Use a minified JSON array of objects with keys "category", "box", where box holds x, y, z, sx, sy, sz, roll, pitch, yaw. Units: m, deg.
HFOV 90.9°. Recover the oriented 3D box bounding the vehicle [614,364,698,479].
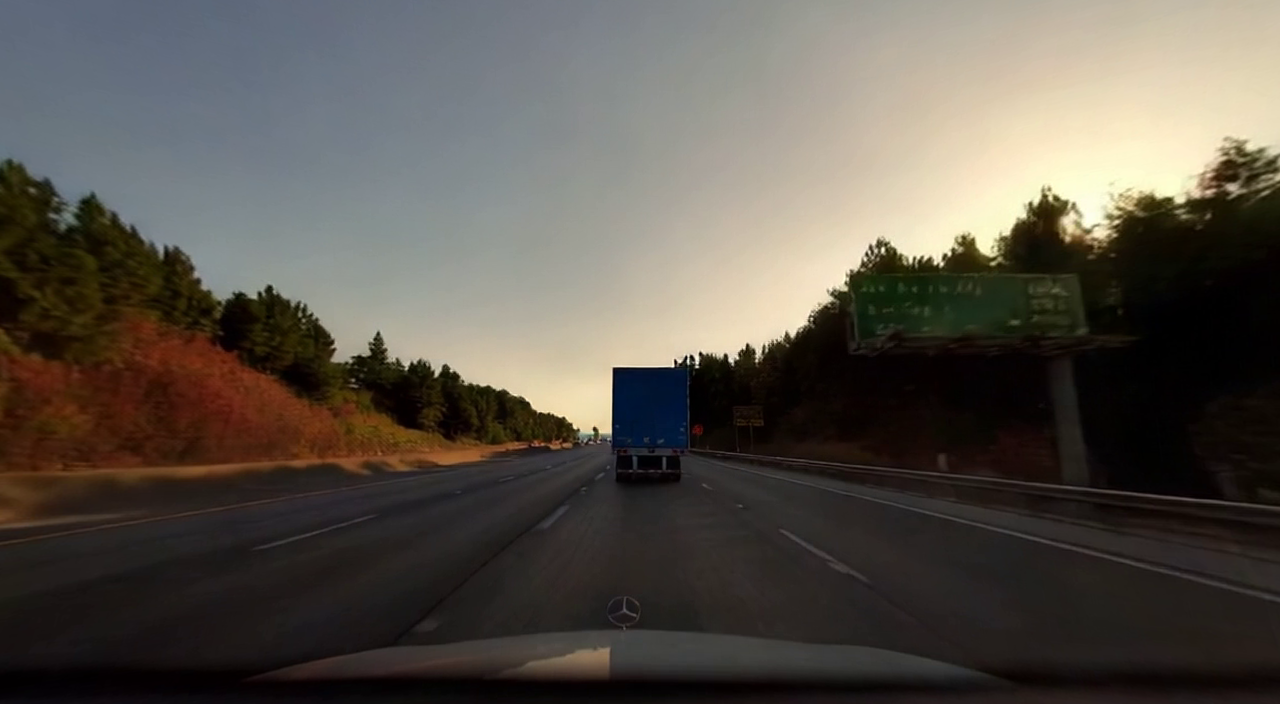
[{"category":"vehicle","box":[0.492,3.169,27.003,2.898,3.973,10.063,0,-9,-1]}]
